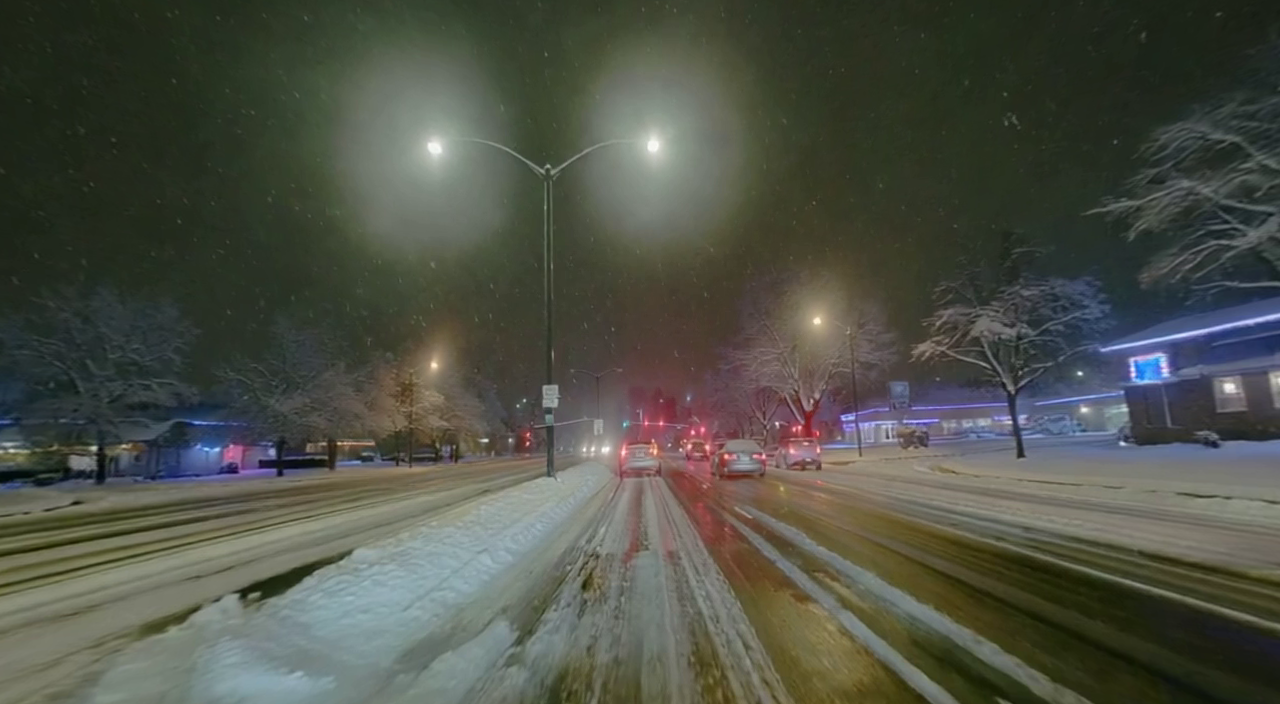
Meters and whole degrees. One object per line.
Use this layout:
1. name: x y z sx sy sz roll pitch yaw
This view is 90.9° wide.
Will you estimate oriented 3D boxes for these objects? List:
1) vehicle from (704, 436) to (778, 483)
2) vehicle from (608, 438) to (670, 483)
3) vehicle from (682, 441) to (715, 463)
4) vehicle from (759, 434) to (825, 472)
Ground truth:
1. vehicle: 3.546 3.846 22.952 1.988 1.528 4.144 0 -8 0
2. vehicle: -0.046 3.932 23.209 2.096 1.473 3.893 0 -8 0
3. vehicle: 4.093 7.072 44.621 1.862 1.457 4.204 0 -8 0
4. vehicle: 7.289 4.905 30.751 2.044 1.701 4.397 0 -8 -1
